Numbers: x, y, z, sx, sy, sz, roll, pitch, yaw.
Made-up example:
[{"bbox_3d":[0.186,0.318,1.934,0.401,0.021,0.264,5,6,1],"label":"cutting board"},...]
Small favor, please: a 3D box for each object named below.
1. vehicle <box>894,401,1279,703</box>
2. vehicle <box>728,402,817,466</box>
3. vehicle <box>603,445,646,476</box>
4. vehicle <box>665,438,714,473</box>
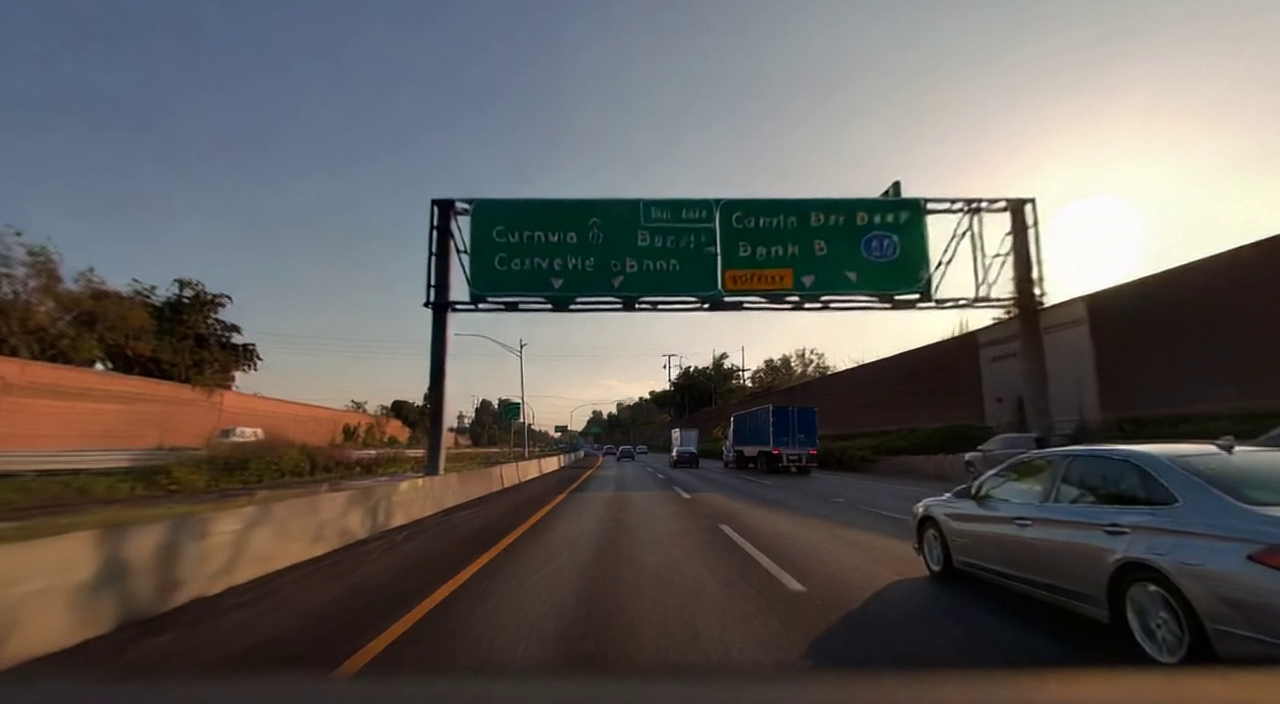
[{"bbox_3d":[3.369,1.121,3.696,1.922,1.465,4.165,0,-9,-2],"label":"vehicle"},{"bbox_3d":[9.722,6.532,48.989,2.914,4.134,15.553,0,-9,-3],"label":"vehicle"},{"bbox_3d":[-0.806,5.534,32.414,2.083,1.477,3.965,0,-9,-2],"label":"vehicle"},{"bbox_3d":[2.711,5.802,35.567,2.114,1.849,4.692,0,-9,-3],"label":"vehicle"}]
